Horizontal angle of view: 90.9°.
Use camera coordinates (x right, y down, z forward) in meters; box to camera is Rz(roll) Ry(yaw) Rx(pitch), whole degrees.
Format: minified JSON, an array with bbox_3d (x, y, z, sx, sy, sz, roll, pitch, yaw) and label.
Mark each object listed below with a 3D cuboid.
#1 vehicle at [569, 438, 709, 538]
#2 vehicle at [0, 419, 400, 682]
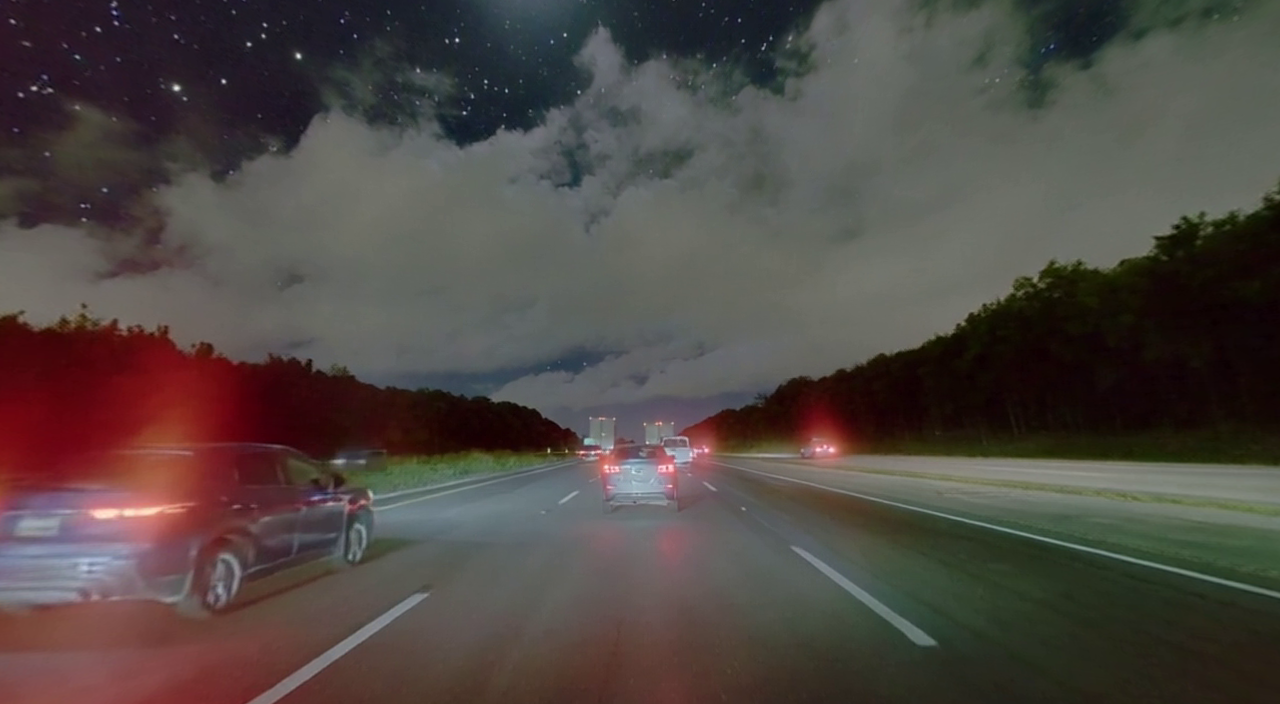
[{"bbox_3d":[-0.040,2.318,11.334,2.057,1.449,3.931,0,-9,-1],"label":"vehicle"},{"bbox_3d":[-4.084,1.499,5.906,1.929,1.509,4.331,0,-9,1],"label":"vehicle"}]
